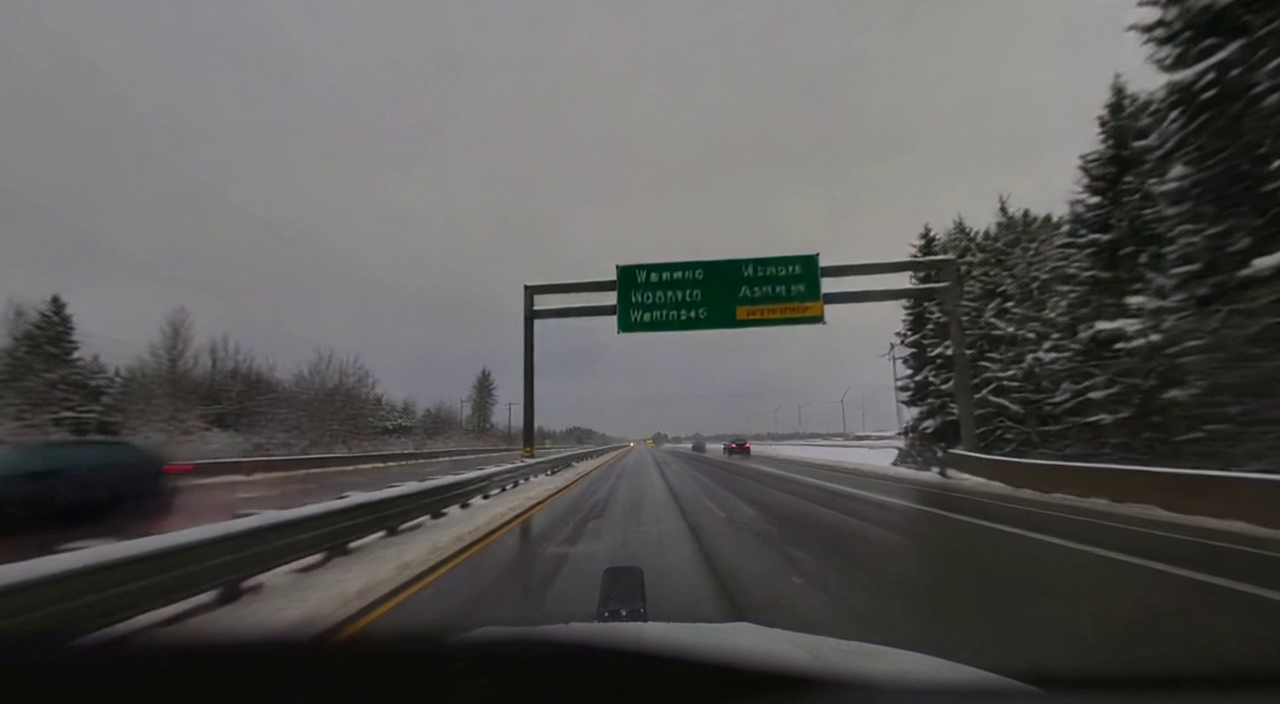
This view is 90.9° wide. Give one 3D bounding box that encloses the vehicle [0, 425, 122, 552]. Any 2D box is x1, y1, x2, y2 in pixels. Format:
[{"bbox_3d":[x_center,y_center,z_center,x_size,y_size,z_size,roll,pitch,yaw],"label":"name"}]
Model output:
[{"bbox_3d":[-8.672,1.598,7.324,1.913,1.513,3.912,1,-9,0],"label":"vehicle"}]
